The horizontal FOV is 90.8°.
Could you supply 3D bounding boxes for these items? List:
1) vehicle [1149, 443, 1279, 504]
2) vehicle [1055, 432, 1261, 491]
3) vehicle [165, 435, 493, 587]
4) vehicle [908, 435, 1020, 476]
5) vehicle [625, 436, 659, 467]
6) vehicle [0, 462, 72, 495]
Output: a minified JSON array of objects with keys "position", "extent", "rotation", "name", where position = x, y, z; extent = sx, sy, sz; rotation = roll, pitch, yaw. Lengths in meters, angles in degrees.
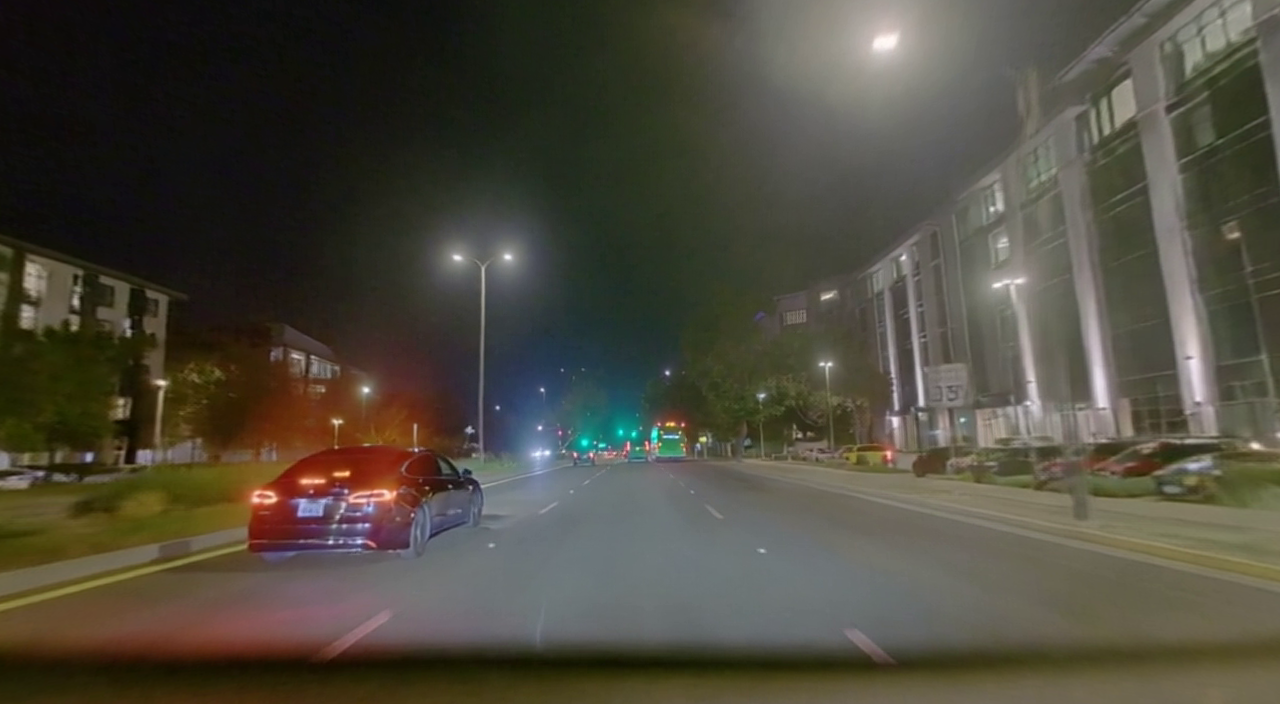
[{"position":[16.689,3.181,16.747],"extent":[4.682,1.507,1.878],"rotation":[0,-9,0],"name":"vehicle"},{"position":[15.979,3.392,19.694],"extent":[4.628,1.706,1.965],"rotation":[0,-9,0],"name":"vehicle"},{"position":[-3.599,1.913,8.553],"extent":[2.120,1.481,4.535],"rotation":[0,-9,0],"name":"vehicle"},{"position":[16.902,5.445,33.141],"extent":[4.520,1.834,2.167],"rotation":[-3,-10,-1],"name":"vehicle"},{"position":[0.083,7.213,45.964],"extent":[2.336,2.122,5.207],"rotation":[0,-9,-1],"name":"vehicle"},{"position":[-33.902,6.893,34.117],"extent":[4.583,1.608,1.945],"rotation":[-3,-10,0],"name":"vehicle"}]
